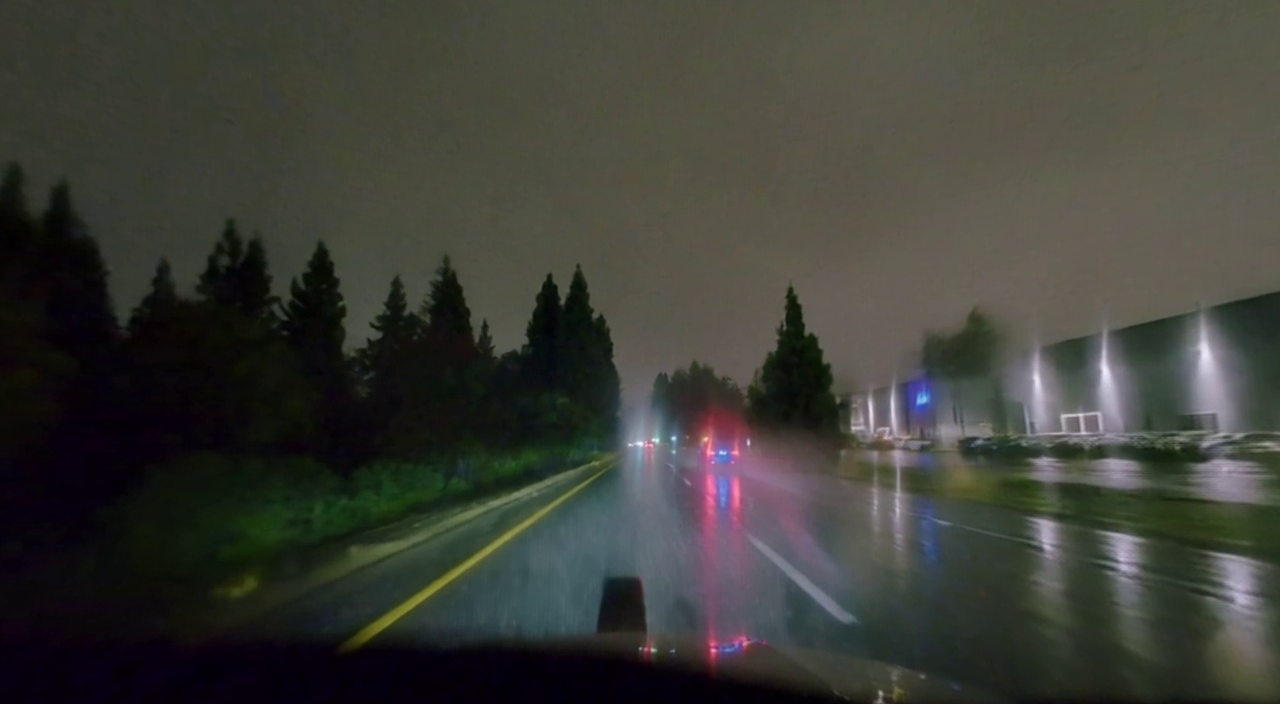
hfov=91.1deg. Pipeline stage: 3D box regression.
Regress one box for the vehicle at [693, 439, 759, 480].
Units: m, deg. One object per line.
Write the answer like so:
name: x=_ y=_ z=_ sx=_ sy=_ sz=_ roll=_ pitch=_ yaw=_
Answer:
vehicle: x=3.455 y=4.380 z=25.904 sx=2.079 sy=1.531 sz=3.997 roll=0 pitch=-8 yaw=-1
